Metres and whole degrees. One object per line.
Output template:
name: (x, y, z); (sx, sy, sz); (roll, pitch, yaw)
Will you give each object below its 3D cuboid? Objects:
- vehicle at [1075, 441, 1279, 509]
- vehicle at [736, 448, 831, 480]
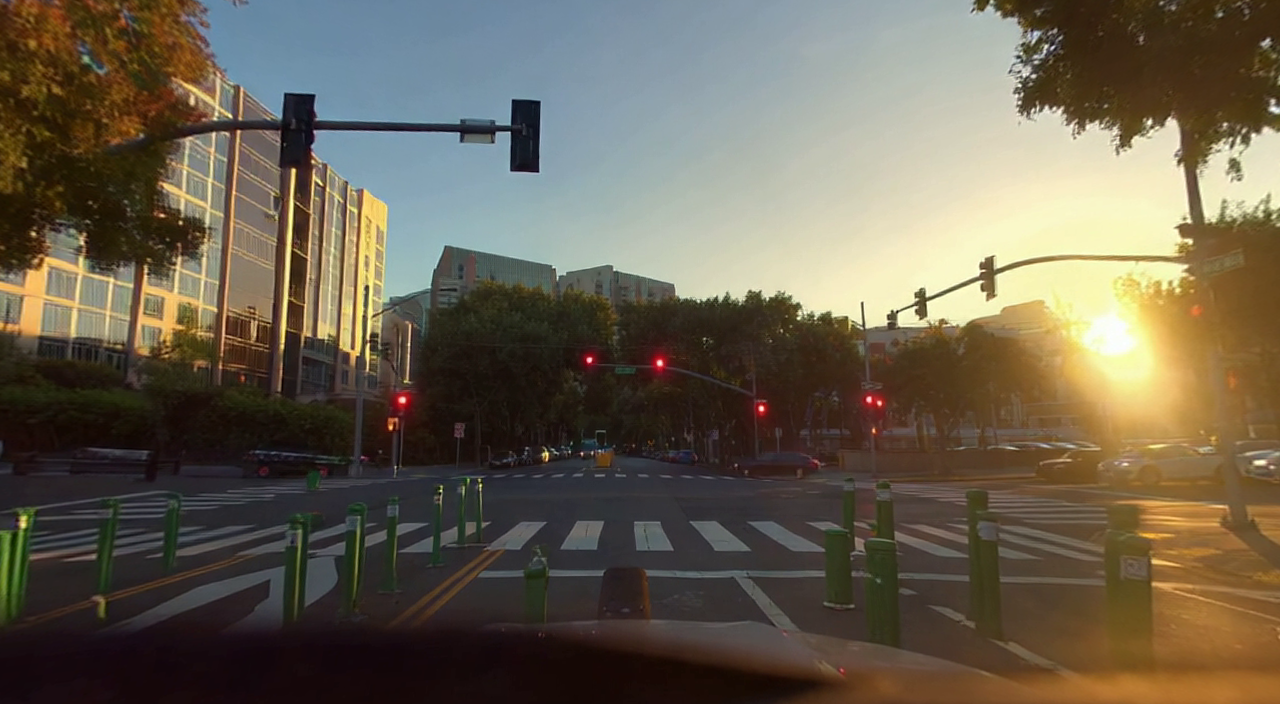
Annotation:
vehicle: (12.997, 2.787, 14.556); (4.424, 1.436, 1.804); (-1, -8, 5)
vehicle: (7.367, 5.725, 32.475); (4.368, 1.522, 1.972); (-5, -9, 27)
